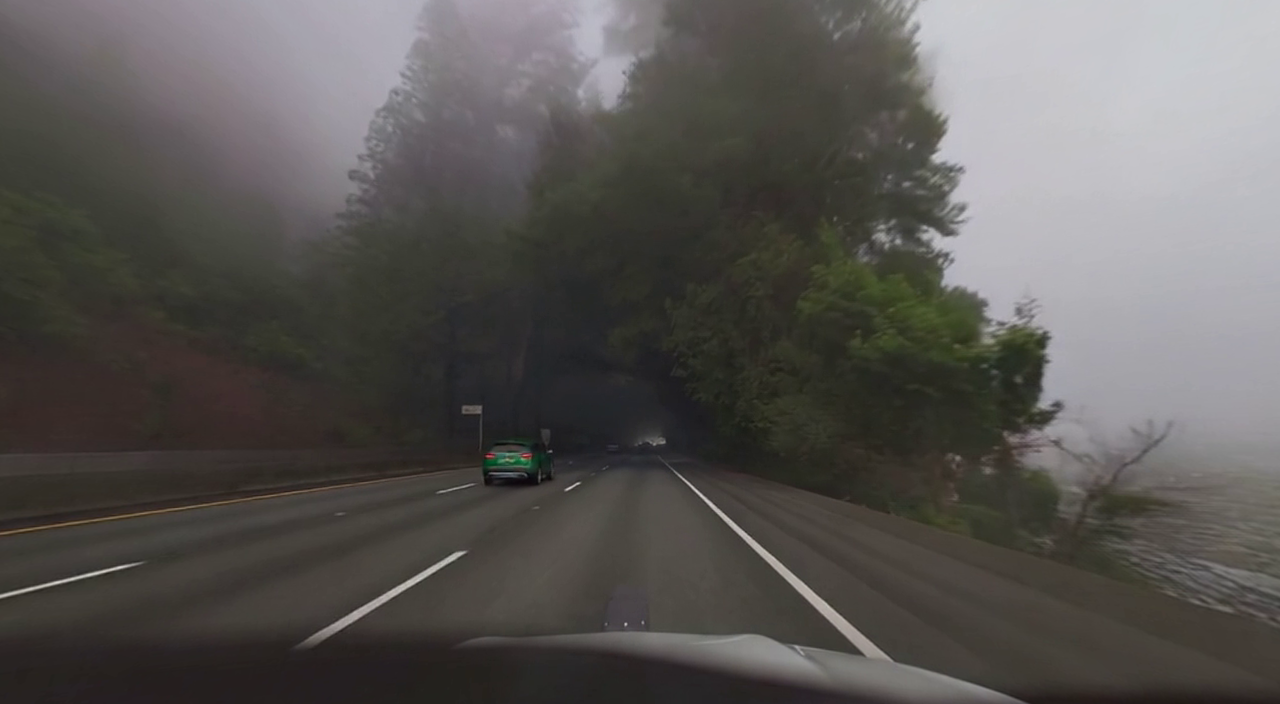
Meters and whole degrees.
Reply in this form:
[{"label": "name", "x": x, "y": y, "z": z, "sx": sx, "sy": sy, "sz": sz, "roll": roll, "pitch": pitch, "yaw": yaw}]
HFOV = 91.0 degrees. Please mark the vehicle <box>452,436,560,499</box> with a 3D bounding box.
[{"label": "vehicle", "x": -3.579, "y": 3.153, "z": 17.696, "sx": 1.993, "sy": 1.538, "sz": 4.192, "roll": 0, "pitch": -8, "yaw": 2}]
